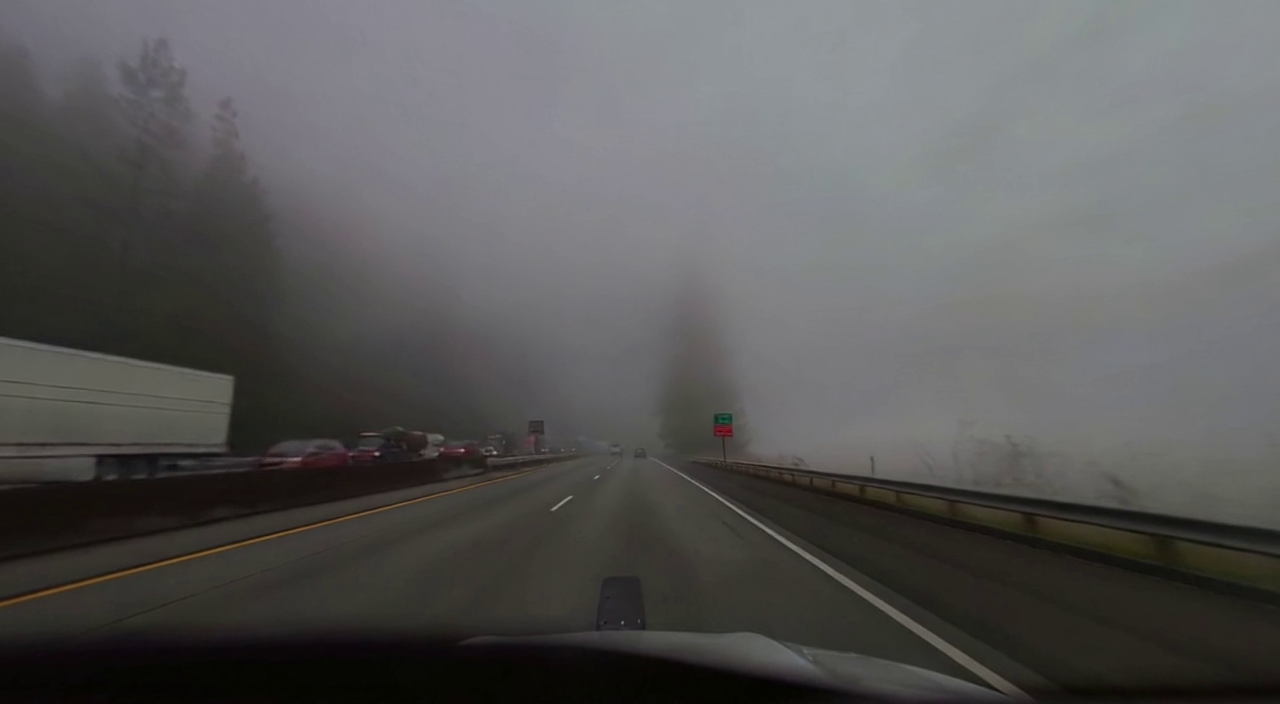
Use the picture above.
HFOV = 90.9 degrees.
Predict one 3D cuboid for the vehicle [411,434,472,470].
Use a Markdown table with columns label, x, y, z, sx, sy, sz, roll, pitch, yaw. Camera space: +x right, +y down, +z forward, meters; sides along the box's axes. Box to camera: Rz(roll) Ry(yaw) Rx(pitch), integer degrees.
| label | x | y | z | sx | sy | sz | roll | pitch | yaw |
| --- | --- | --- | --- | --- | --- | --- | --- | --- | --- |
| vehicle | -12.337 | 6.237 | 39.503 | 2.164 | 2.078 | 4.841 | 0 | -9 | 0 |

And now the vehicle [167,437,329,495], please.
| label | x | y | z | sx | sy | sz | roll | pitch | yaw |
| --- | --- | --- | --- | --- | --- | --- | --- | --- | --- |
| vehicle | -12.516 | 3.678 | 20.666 | 1.919 | 1.636 | 5.221 | 0 | -9 | 0 |

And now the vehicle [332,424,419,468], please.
| label | x | y | z | sx | sy | sz | roll | pitch | yaw |
| --- | --- | --- | --- | --- | --- | --- | --- | --- | --- |
| vehicle | -16.991 | 6.162 | 41.113 | 2.499 | 2.572 | 7.618 | 1 | -9 | -2 |

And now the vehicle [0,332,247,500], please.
| label | x | y | z | sx | sy | sz | roll | pitch | yaw |
| --- | --- | --- | --- | --- | --- | --- | --- | --- | --- |
| vehicle | -17.381 | 2.015 | 18.265 | 3.303 | 4.066 | 13.558 | 0 | -9 | 0 |
